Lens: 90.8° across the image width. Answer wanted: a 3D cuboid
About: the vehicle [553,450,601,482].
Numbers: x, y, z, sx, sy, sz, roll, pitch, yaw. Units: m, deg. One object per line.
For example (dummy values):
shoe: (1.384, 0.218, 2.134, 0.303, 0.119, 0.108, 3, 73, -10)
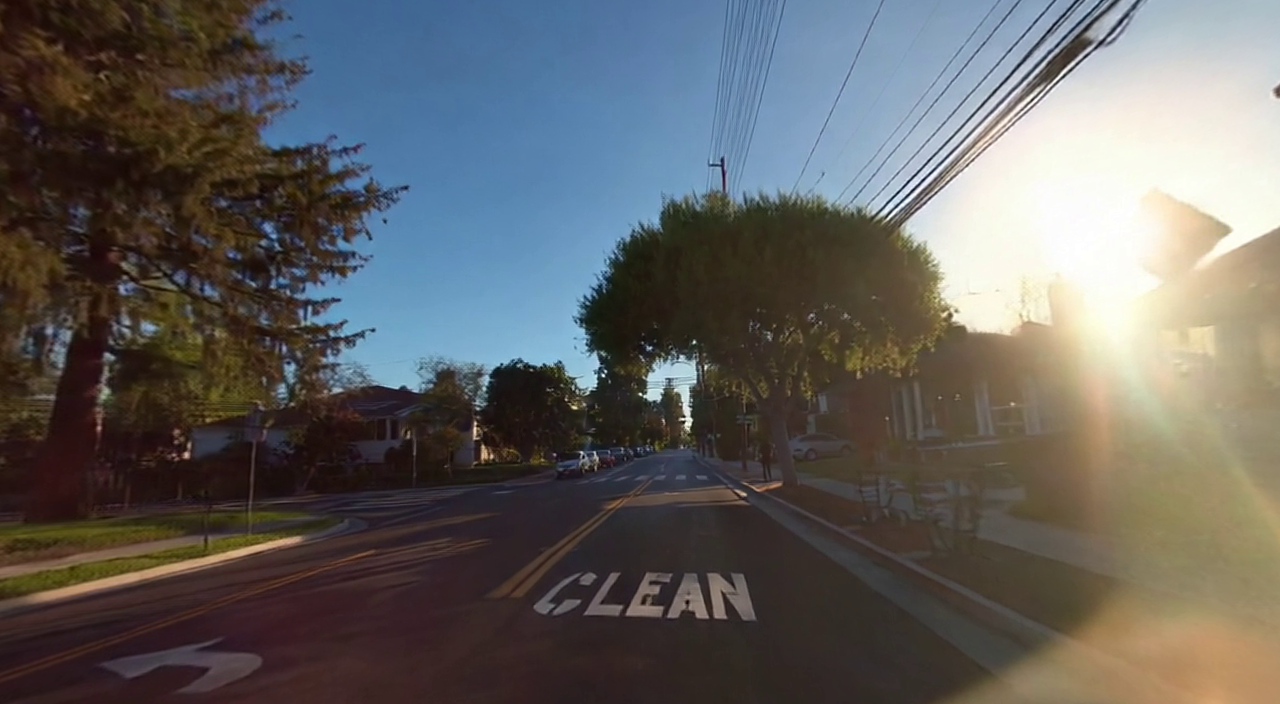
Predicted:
vehicle: (-3.810, 7.054, 39.321, 2.203, 1.787, 4.704, -1, -9, 4)
